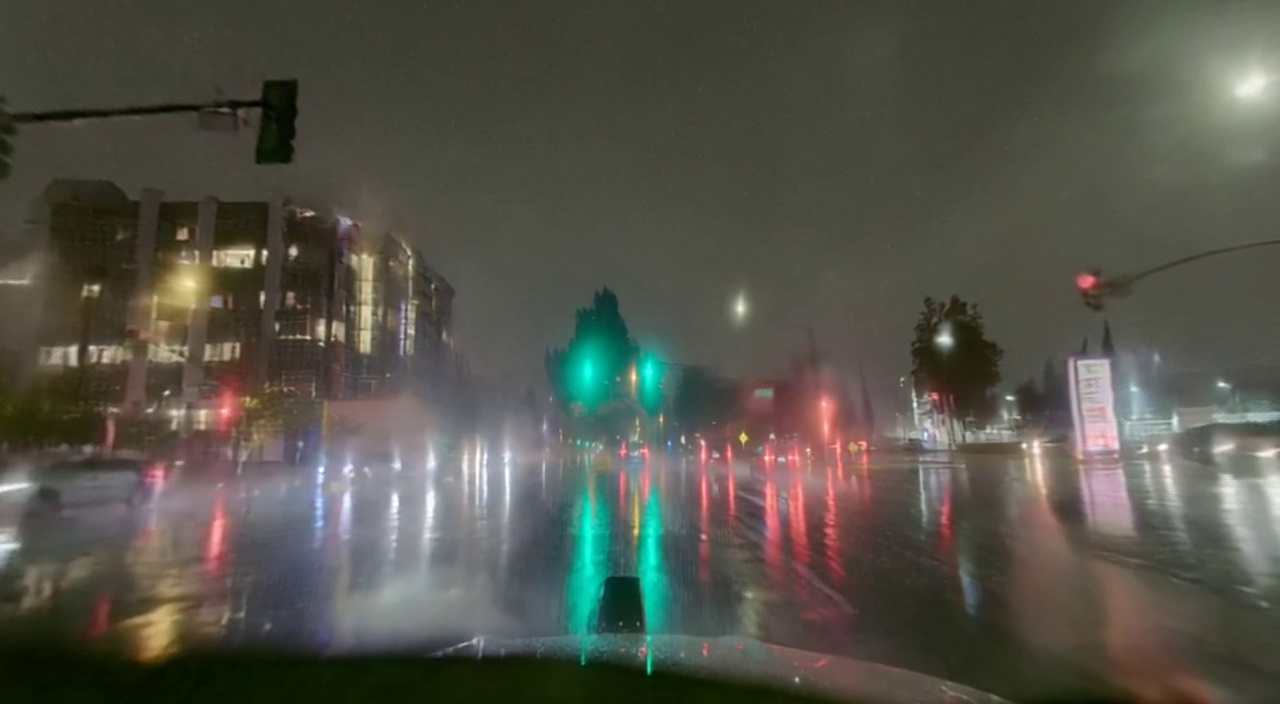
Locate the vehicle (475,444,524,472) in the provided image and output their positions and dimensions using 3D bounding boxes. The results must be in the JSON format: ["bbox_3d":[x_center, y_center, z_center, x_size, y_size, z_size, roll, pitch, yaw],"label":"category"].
[{"bbox_3d":[-9.101,6.910,41.382,2.160,1.689,4.451,0,-8,0],"label":"vehicle"}]

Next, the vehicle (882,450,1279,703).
[{"bbox_3d":[3.246,1.219,3.447,2.080,1.321,4.382,0,-8,-1],"label":"vehicle"}]

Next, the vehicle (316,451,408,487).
[{"bbox_3d":[-12.482,5.253,28.704,2.181,1.440,4.253,0,-8,1],"label":"vehicle"}]

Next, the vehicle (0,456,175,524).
[{"bbox_3d":[-15.403,3.590,16.996,2.144,1.463,4.701,0,-8,1],"label":"vehicle"}]

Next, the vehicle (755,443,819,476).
[{"bbox_3d":[6.924,5.112,30.290,1.861,1.473,4.393,0,-8,-2],"label":"vehicle"}]

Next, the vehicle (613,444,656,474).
[{"bbox_3d":[-0.315,5.649,33.704,2.143,1.480,4.006,0,-8,-1],"label":"vehicle"}]

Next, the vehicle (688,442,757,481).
[{"bbox_3d":[3.445,4.665,27.285,2.226,1.490,4.593,0,-8,-2],"label":"vehicle"}]

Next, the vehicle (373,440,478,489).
[{"bbox_3d":[-8.590,4.551,25.923,2.590,1.769,4.827,0,-8,1],"label":"vehicle"}]
